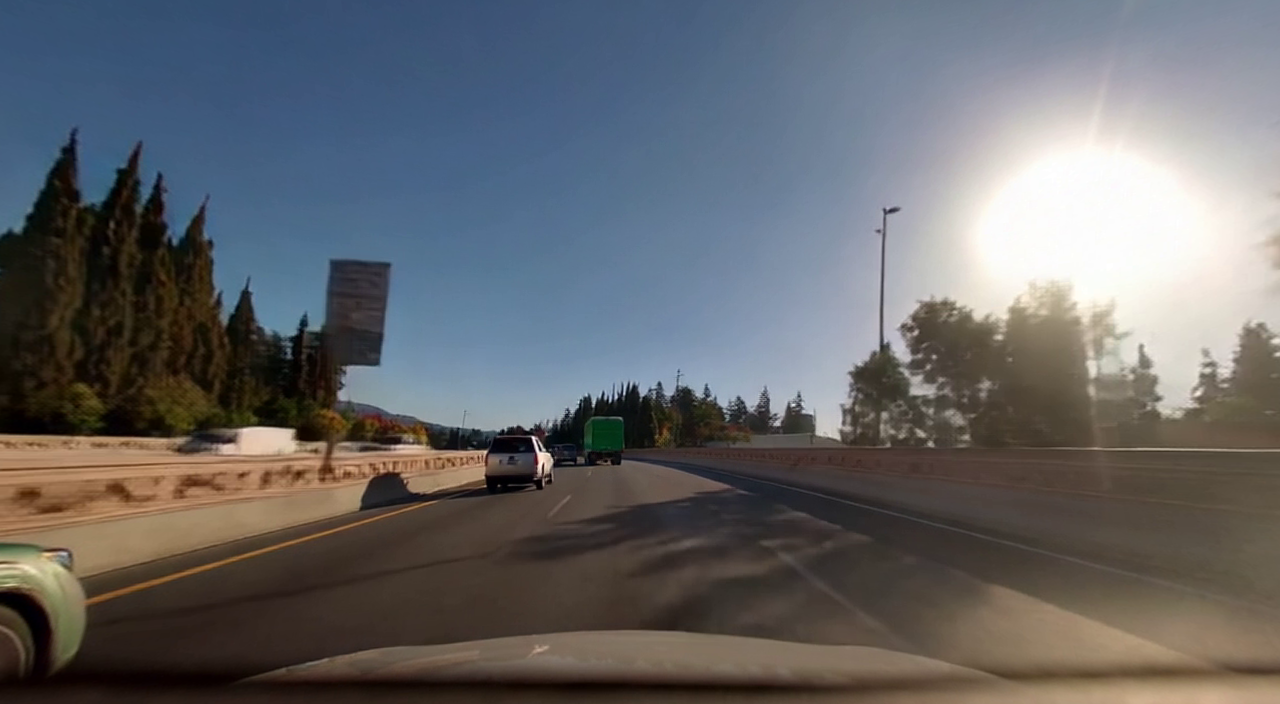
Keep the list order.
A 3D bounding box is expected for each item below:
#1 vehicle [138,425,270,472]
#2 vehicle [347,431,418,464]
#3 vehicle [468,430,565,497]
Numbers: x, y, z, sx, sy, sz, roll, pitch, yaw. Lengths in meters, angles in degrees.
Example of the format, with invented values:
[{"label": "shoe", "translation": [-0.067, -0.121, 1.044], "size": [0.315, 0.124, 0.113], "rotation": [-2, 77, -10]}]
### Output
[{"label": "vehicle", "translation": [-17.827, 3.997, 26.141], "size": [2.142, 1.723, 4.781], "rotation": [1, -9, -2]}, {"label": "vehicle", "translation": [-13.925, 5.203, 34.359], "size": [2.010, 1.660, 4.699], "rotation": [1, -9, -2]}, {"label": "vehicle", "translation": [-3.519, 3.276, 18.869], "size": [2.041, 1.734, 4.391], "rotation": [0, -9, -1]}]
